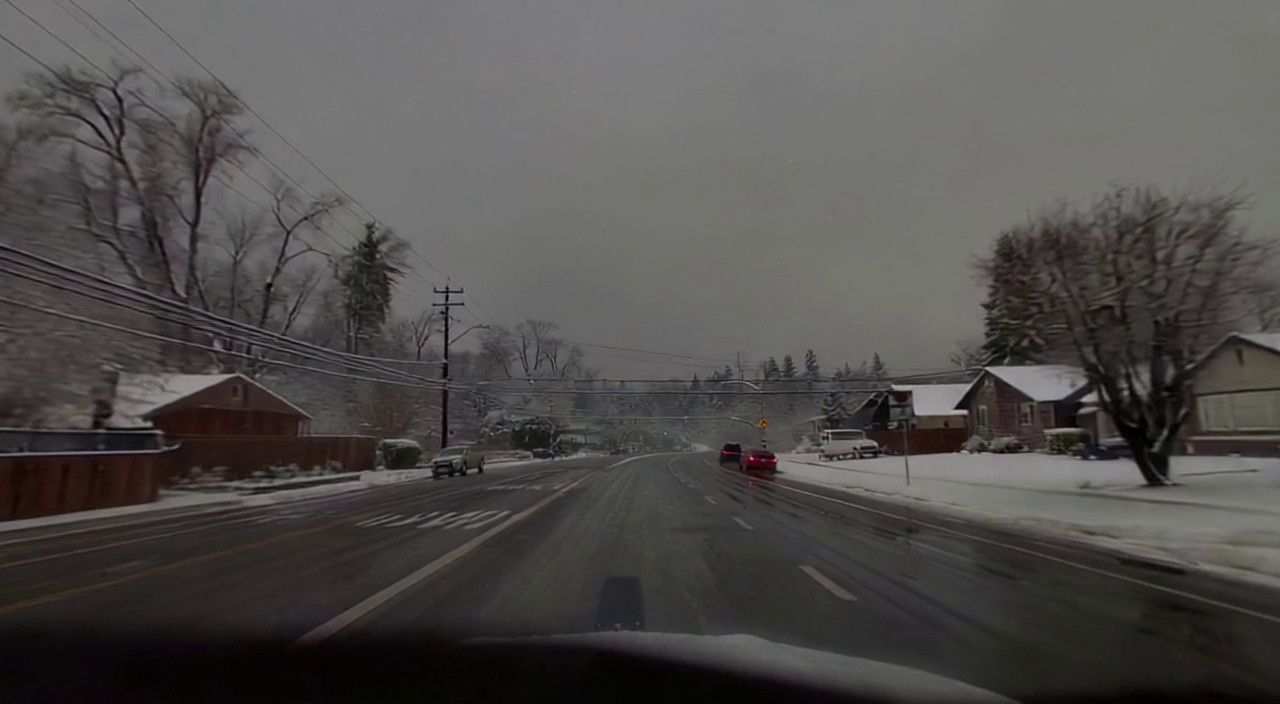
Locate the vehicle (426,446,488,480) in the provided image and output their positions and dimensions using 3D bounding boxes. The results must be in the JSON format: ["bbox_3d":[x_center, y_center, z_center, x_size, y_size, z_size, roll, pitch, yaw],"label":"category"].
[{"bbox_3d":[-10.709,6.536,37.414,2.095,1.815,4.726,-1,-8,3],"label":"vehicle"}]

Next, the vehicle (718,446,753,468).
[{"bbox_3d":[7.006,7.718,46.630,1.928,1.476,4.383,0,-8,1],"label":"vehicle"}]

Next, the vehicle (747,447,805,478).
[{"bbox_3d":[6.833,5.587,32.231,1.946,1.404,4.609,0,-8,0],"label":"vehicle"}]
